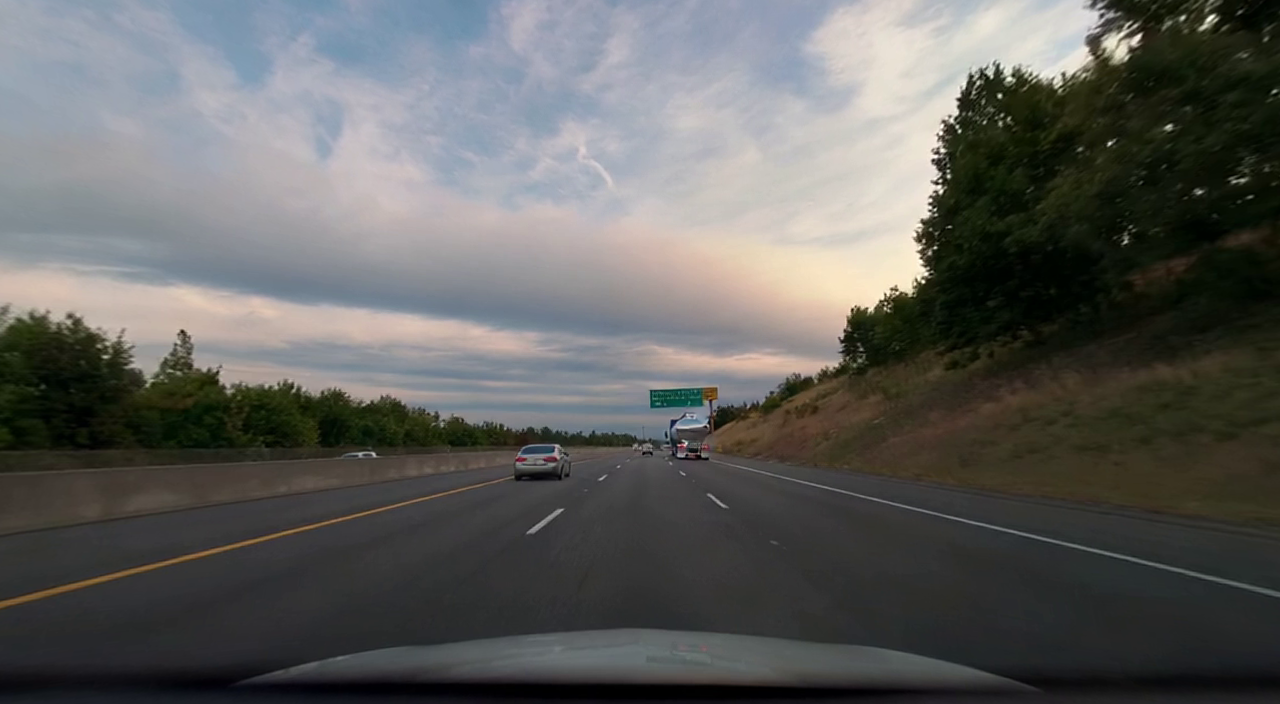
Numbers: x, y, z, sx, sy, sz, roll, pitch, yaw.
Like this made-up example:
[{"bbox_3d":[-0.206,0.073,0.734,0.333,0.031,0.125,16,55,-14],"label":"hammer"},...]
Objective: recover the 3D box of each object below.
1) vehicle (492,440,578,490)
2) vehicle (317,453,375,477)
[{"bbox_3d":[-3.330,3.711,20.985,1.986,1.458,4.506,0,-9,1],"label":"vehicle"},{"bbox_3d":[-19.213,7.375,41.394,1.802,1.477,4.140,0,-9,0],"label":"vehicle"}]
